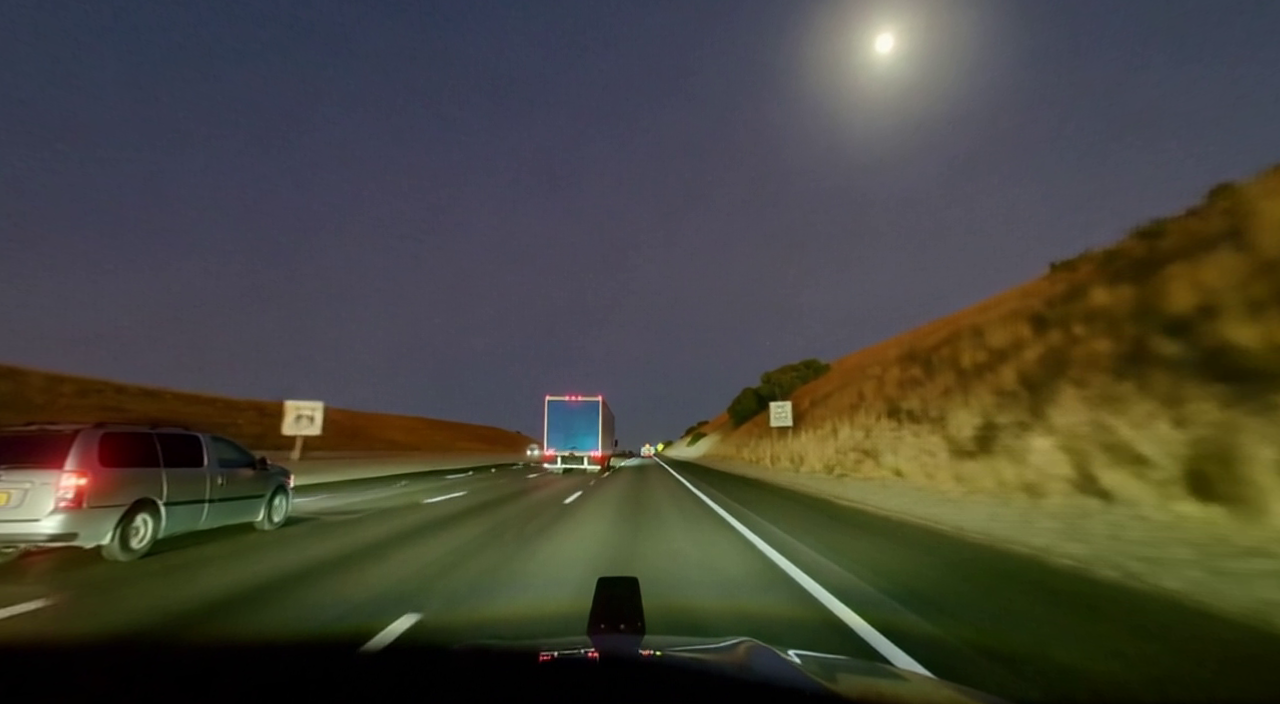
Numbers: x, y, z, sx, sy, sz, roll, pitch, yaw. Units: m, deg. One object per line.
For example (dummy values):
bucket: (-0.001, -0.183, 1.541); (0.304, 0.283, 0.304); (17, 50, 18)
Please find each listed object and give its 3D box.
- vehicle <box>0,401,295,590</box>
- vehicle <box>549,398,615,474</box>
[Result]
vehicle: (-7.404, 1.793, 8.806); (2.175, 1.860, 5.236); (0, -8, 0)
vehicle: (-3.445, 5.643, 41.750); (2.893, 4.073, 15.281); (0, -8, 0)
